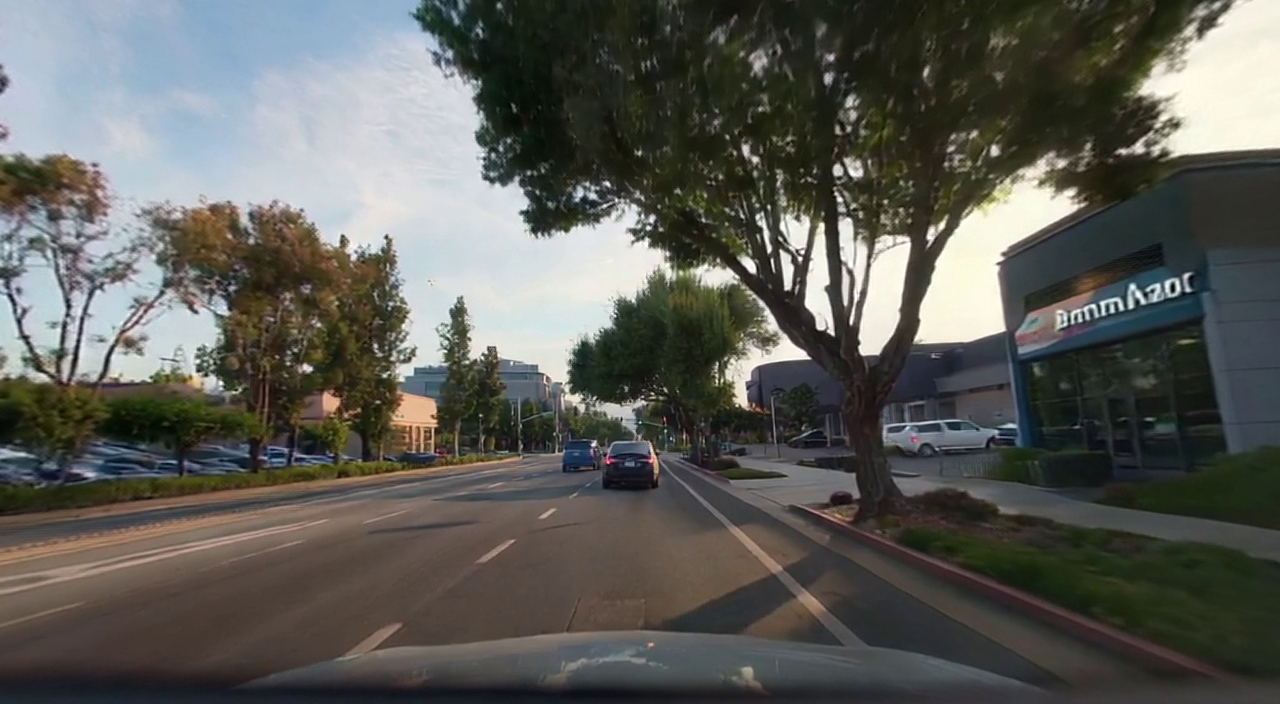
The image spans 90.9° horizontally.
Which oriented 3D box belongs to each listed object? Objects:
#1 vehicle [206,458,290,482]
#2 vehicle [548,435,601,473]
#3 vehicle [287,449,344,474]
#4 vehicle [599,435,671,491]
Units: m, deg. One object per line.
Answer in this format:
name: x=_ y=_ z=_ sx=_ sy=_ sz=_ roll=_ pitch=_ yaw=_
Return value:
vehicle: x=-26.328 y=7.895 z=42.391 sx=4.553 sy=1.479 sz=1.768 roll=-1 pitch=-8 yaw=7
vehicle: x=-3.387 y=5.390 z=33.571 sx=2.064 sy=1.859 sz=5.154 roll=0 pitch=-8 yaw=2
vehicle: x=-24.481 y=8.263 z=47.704 sx=1.791 sy=1.724 sz=4.432 roll=0 pitch=-8 yaw=2
vehicle: x=-0.130 y=3.576 z=20.630 sx=2.108 sy=1.612 sz=4.246 roll=0 pitch=-8 yaw=0
